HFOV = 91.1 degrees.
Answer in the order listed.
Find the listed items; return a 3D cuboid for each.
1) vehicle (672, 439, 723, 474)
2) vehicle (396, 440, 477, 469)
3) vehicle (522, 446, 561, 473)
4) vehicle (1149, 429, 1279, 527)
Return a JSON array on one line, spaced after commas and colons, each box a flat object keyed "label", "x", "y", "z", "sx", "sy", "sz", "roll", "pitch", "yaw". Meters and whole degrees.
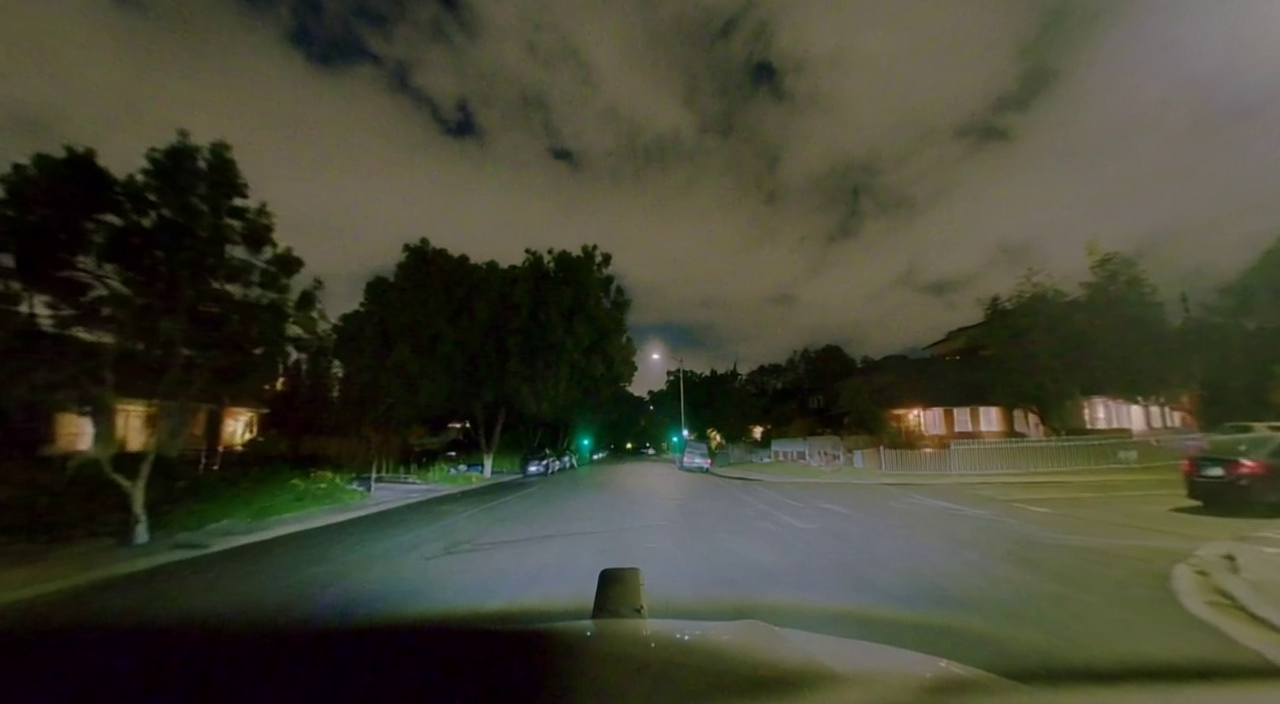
[{"label": "vehicle", "x": 3.098, "y": 5.727, "z": 34.704, "sx": 2.140, "sy": 1.749, "sz": 4.369, "roll": 0, "pitch": -9, "yaw": -3}, {"label": "vehicle", "x": -13.884, "y": 7.012, "z": 43.126, "sx": 5.019, "sy": 1.867, "sz": 2.006, "roll": 1, "pitch": -9, "yaw": -8}, {"label": "vehicle", "x": -6.054, "y": 6.686, "z": 39.157, "sx": 1.947, "sy": 1.557, "sz": 3.900, "roll": 0, "pitch": -9, "yaw": -2}, {"label": "vehicle", "x": 12.547, "y": 2.196, "z": 11.632, "sx": 4.708, "sy": 1.527, "sz": 2.113, "roll": -1, "pitch": -8, "yaw": -10}]
